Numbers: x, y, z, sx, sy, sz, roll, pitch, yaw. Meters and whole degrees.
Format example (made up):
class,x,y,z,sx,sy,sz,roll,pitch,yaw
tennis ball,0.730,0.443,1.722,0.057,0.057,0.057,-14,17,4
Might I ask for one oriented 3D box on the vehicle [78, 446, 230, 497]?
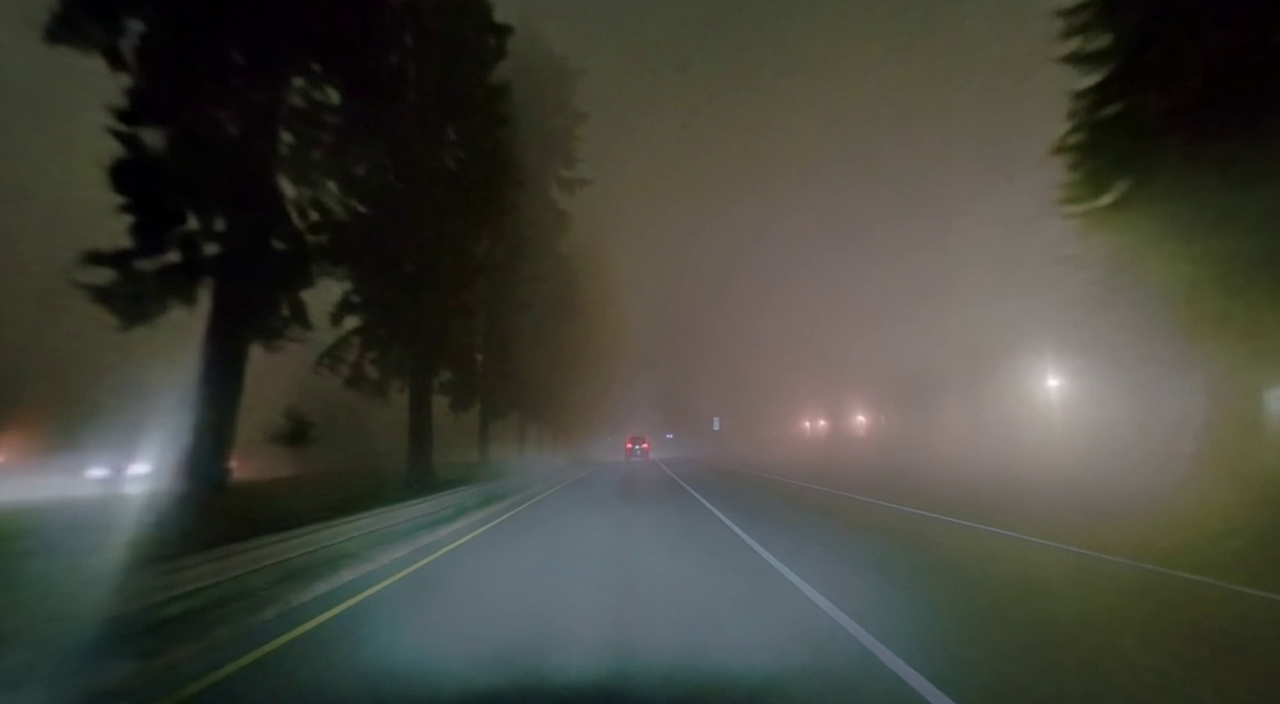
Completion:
class,x,y,z,sx,sy,sz,roll,pitch,yaw
vehicle,-17.915,4.379,23.638,1.986,1.649,4.573,0,-8,0

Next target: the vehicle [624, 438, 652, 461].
class,x,y,z,sx,sy,sz,roll,pitch,yaw
vehicle,-0.178,7.396,48.022,2.016,1.665,3.932,0,-8,-1
